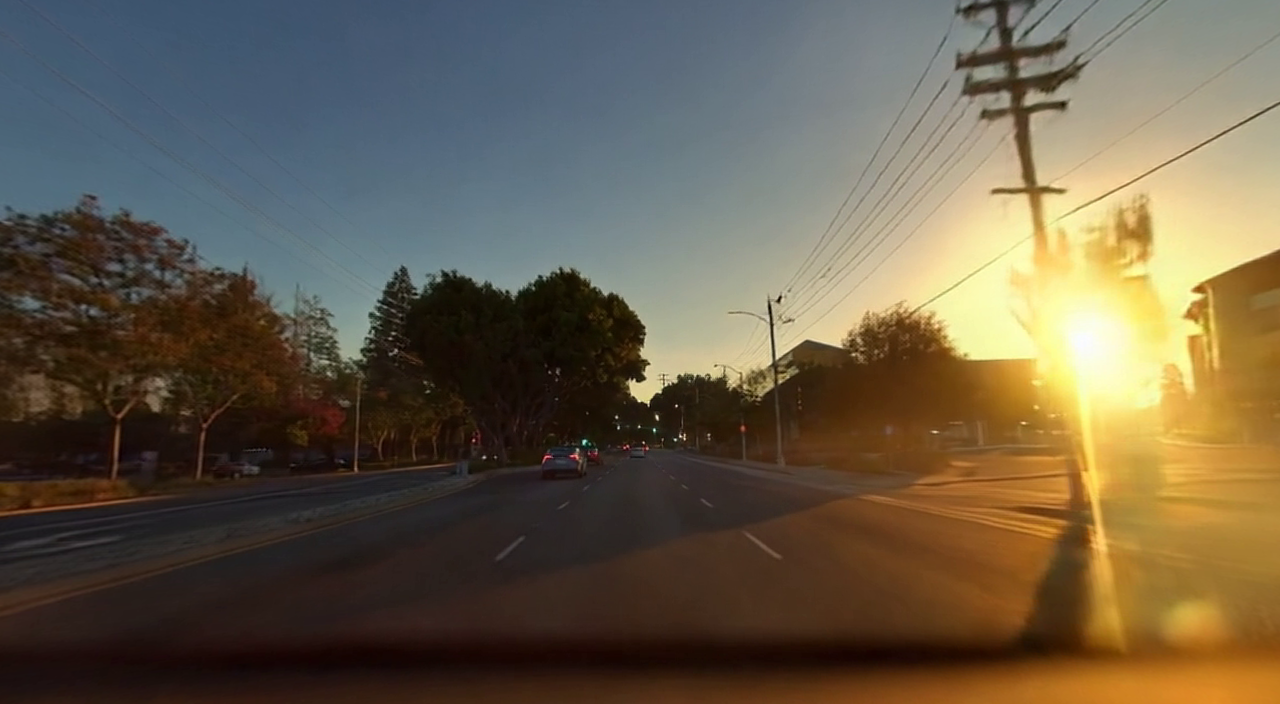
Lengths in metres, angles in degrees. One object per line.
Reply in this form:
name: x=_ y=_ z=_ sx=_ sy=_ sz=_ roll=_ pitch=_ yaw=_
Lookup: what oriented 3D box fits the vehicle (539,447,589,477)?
vehicle: x=-3.853 y=5.668 z=32.630 sx=2.076 sy=1.444 sz=4.328 roll=0 pitch=-9 yaw=-1
